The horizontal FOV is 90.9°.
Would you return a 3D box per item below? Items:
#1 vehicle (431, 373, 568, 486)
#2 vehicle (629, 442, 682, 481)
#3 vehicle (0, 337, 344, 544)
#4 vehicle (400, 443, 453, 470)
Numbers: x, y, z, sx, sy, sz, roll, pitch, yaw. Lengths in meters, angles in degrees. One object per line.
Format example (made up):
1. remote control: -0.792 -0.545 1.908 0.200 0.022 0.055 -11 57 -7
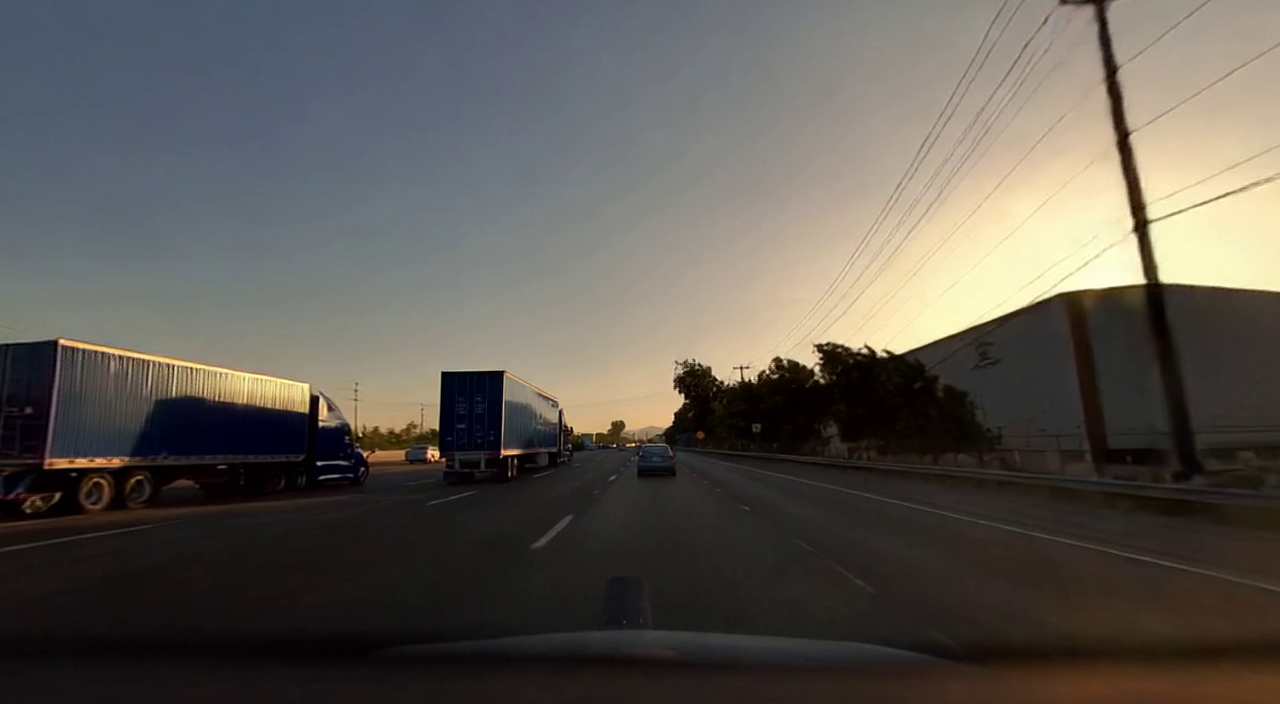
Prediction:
1. vehicle: -5.960 3.927 30.501 2.907 4.081 15.311 0 -8 1
2. vehicle: 0.633 4.581 26.748 2.055 1.514 4.323 0 -8 1
3. vehicle: -10.569 2.022 14.342 2.896 3.140 9.491 0 -8 1
4. vehicle: -14.230 6.955 42.296 1.938 1.679 4.469 0 -8 1
